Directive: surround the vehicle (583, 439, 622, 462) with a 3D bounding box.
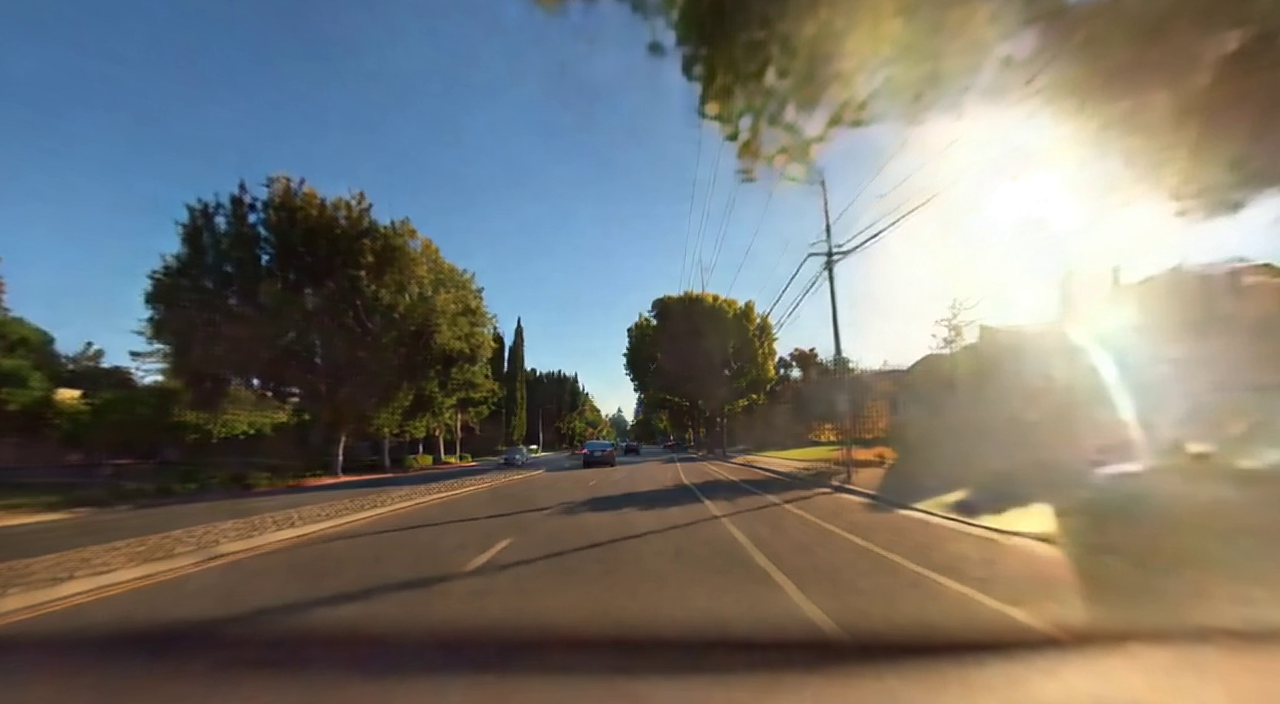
[{"bbox_3d":[-2.476,6.576,42.230,2.084,1.466,4.522,-1,-8,3],"label":"vehicle"}]

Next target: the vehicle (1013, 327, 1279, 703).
[{"bbox_3d":[4.316,0.728,2.426,2.336,1.885,5.298,0,-8,-2],"label":"vehicle"}]
